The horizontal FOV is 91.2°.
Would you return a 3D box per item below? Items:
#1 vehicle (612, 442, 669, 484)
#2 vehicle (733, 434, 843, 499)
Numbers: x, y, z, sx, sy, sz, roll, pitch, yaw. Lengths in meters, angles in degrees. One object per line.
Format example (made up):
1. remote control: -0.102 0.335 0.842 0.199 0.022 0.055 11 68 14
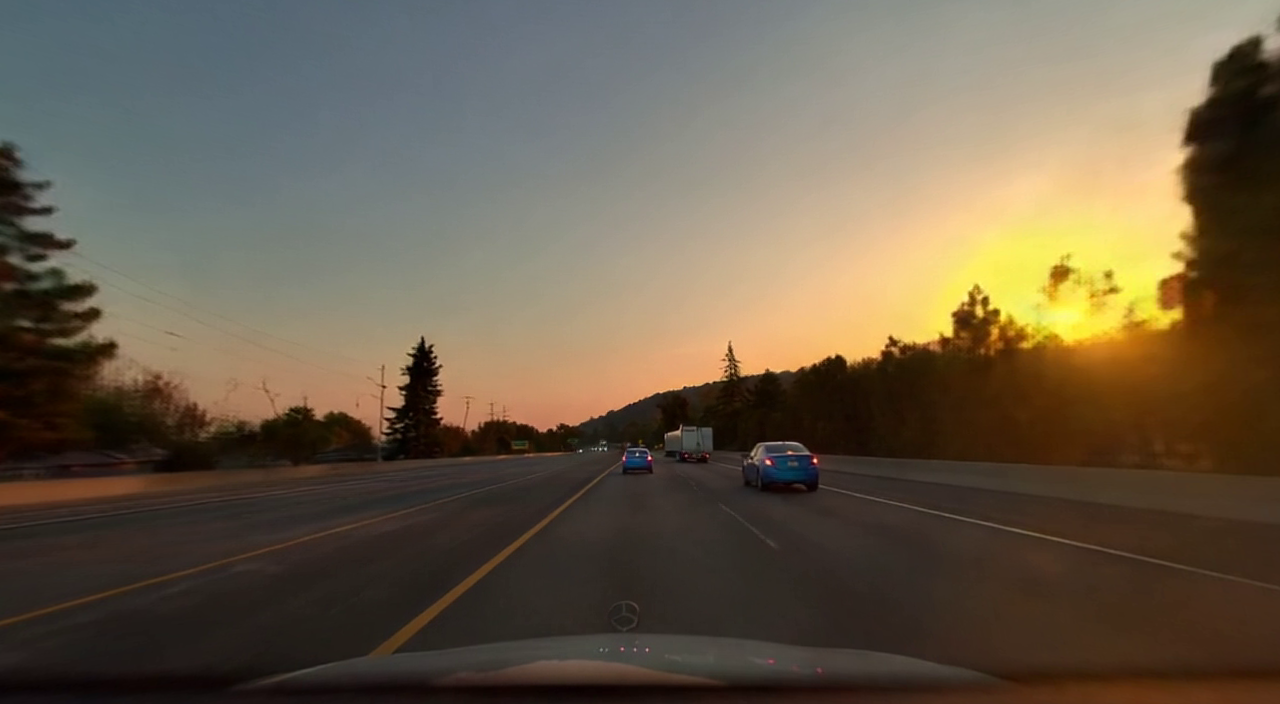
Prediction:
1. vehicle: -0.004 4.383 25.013 2.066 1.490 3.759 -1 -9 0
2. vehicle: 3.905 3.103 17.328 1.953 1.540 4.101 0 -9 -1
